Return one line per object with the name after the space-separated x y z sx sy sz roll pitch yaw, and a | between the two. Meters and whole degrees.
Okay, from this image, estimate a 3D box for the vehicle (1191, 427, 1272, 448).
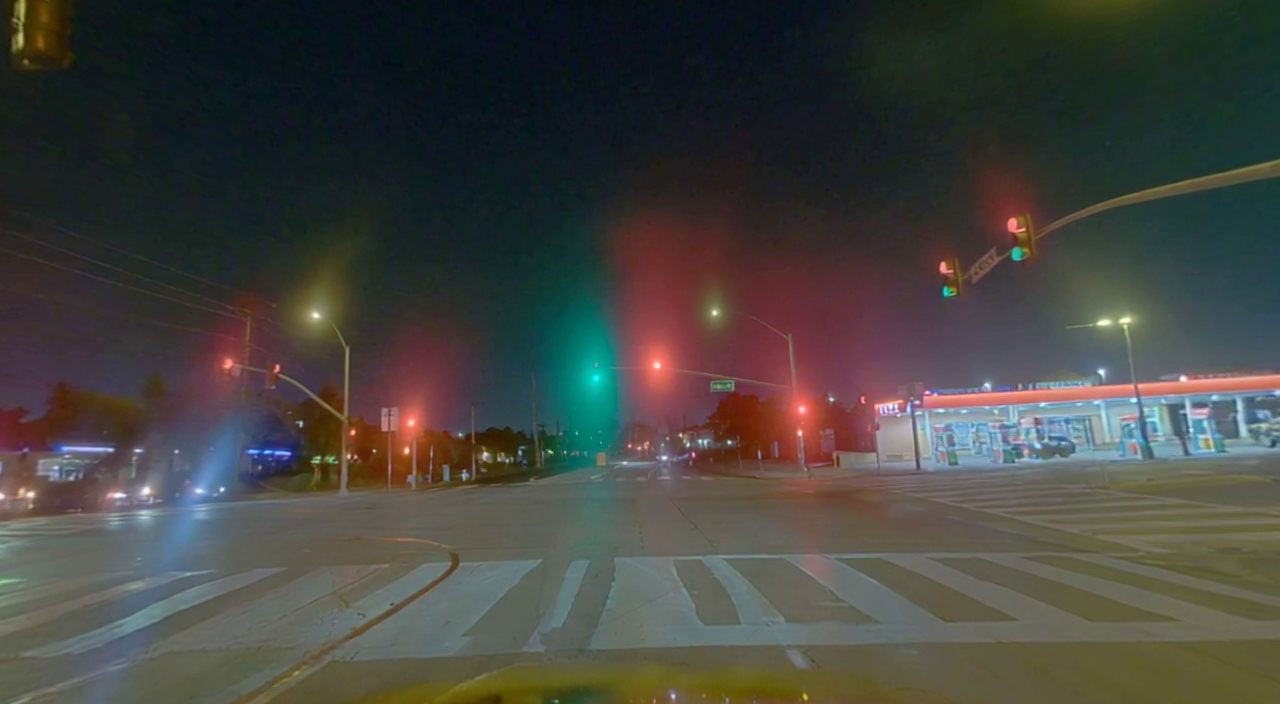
42.041 6.062 44.909 4.347 1.446 1.777 1 -9 -9 | vehicle

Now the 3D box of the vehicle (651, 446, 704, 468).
2.627 7.527 45.623 1.969 1.491 4.612 3 -9 -23 | vehicle

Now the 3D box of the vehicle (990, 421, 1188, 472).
14.364 3.096 20.622 4.835 1.487 1.913 -4 -9 20 | vehicle

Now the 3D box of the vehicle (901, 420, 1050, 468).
13.034 3.646 24.948 4.916 1.730 1.986 -4 -9 21 | vehicle

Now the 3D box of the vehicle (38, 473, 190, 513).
-21.283 5.690 25.665 4.676 1.463 1.909 -1 -8 6 | vehicle
